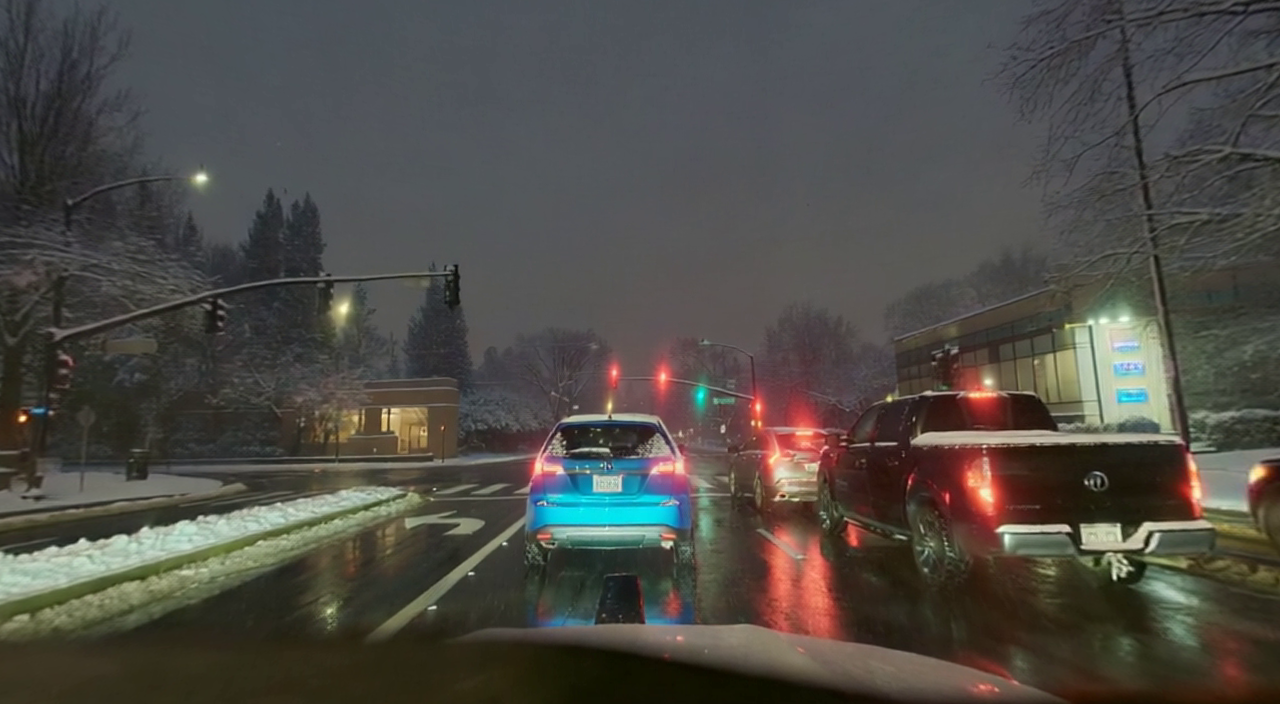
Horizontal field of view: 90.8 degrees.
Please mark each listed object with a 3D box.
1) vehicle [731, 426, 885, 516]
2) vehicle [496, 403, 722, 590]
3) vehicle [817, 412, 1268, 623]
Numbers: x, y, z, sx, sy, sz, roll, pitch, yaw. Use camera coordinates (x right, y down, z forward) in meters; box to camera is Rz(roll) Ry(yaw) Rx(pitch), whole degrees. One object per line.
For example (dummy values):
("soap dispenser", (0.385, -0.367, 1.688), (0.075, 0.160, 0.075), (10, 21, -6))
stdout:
("vehicle", (3.374, 2.484, 13.690), (2.031, 1.626, 4.264), (0, -8, -2))
("vehicle", (-0.282, 1.584, 7.634), (2.037, 1.674, 3.693), (0, -8, 0))
("vehicle", (3.658, 1.573, 7.067), (1.955, 1.550, 4.587), (0, -8, -1))
